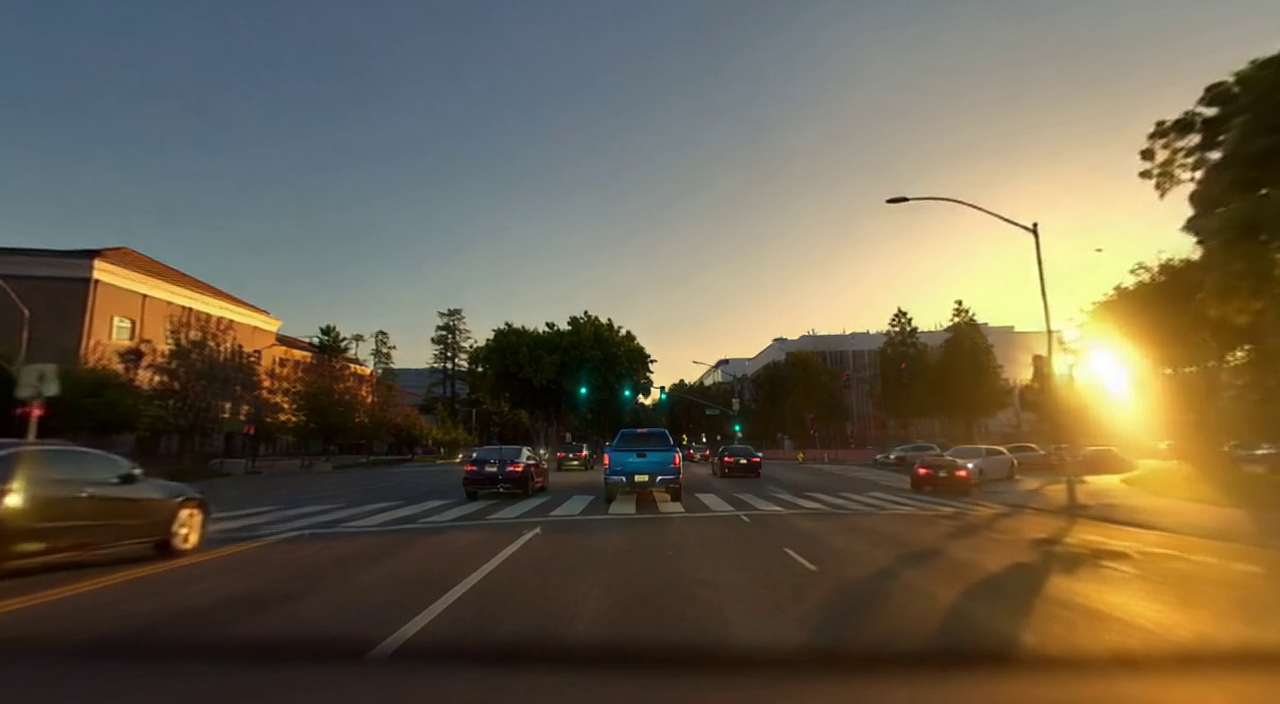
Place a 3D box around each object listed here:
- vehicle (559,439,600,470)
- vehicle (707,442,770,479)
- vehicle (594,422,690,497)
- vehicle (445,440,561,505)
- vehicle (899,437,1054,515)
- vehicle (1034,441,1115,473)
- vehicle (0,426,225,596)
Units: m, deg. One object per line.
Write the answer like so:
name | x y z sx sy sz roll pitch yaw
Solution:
vehicle | -3.570 6.168 38.060 2.018 1.700 4.142 0 -8 0
vehicle | 4.232 4.737 27.844 1.968 1.472 4.456 0 -8 -1
vehicle | 0.053 3.191 19.044 2.493 1.934 4.957 0 -8 0
vehicle | -3.419 3.087 16.679 1.986 1.465 4.509 0 -8 1
vehicle | 9.139 3.348 17.684 2.126 1.820 4.521 1 -8 5
vehicle | 28.516 6.812 41.312 5.227 1.935 2.289 5 -10 -32
vehicle | -6.805 1.582 6.556 1.907 1.541 4.364 -1 -8 1
